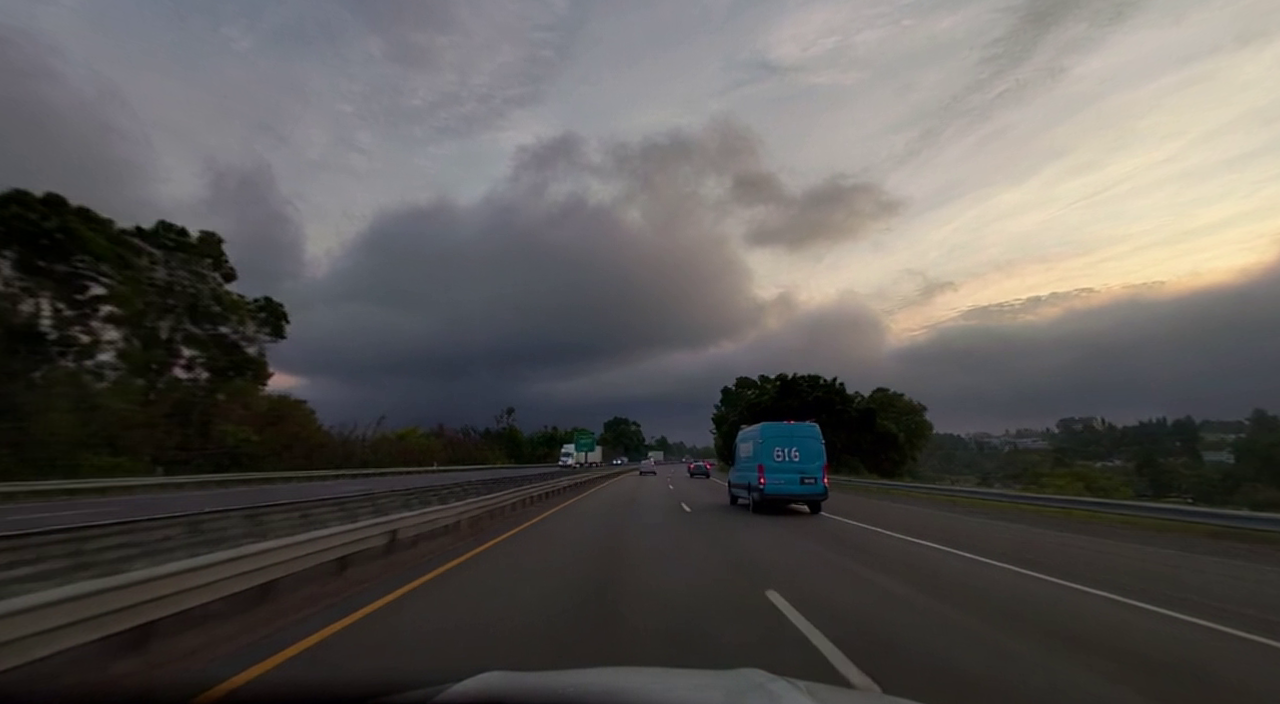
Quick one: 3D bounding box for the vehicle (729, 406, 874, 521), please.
[{"bbox_3d":[4.096,3.082,17.360,2.366,2.595,5.793,1,-11,-1],"label":"vehicle"}]
